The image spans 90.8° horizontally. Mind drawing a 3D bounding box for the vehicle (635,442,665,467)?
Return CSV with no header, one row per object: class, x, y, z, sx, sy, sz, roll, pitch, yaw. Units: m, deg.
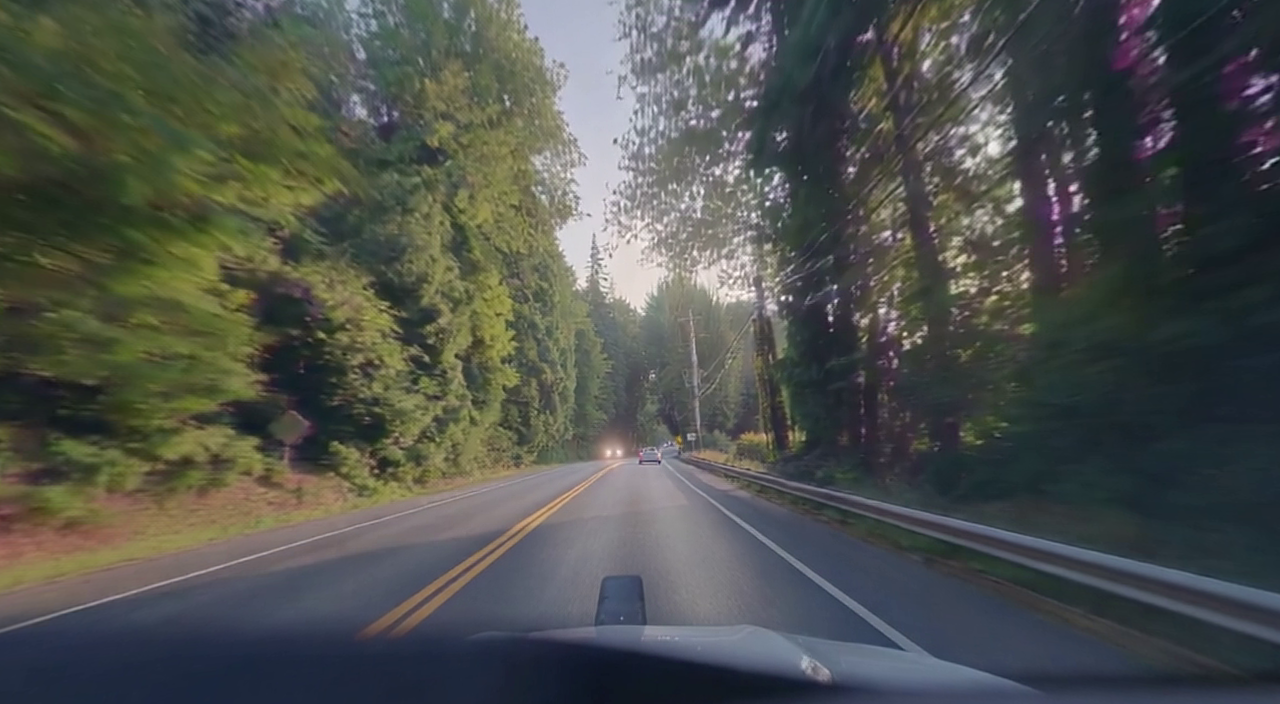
vehicle,0.688,7.532,46.566,2.083,1.767,4.448,-1,-9,0
